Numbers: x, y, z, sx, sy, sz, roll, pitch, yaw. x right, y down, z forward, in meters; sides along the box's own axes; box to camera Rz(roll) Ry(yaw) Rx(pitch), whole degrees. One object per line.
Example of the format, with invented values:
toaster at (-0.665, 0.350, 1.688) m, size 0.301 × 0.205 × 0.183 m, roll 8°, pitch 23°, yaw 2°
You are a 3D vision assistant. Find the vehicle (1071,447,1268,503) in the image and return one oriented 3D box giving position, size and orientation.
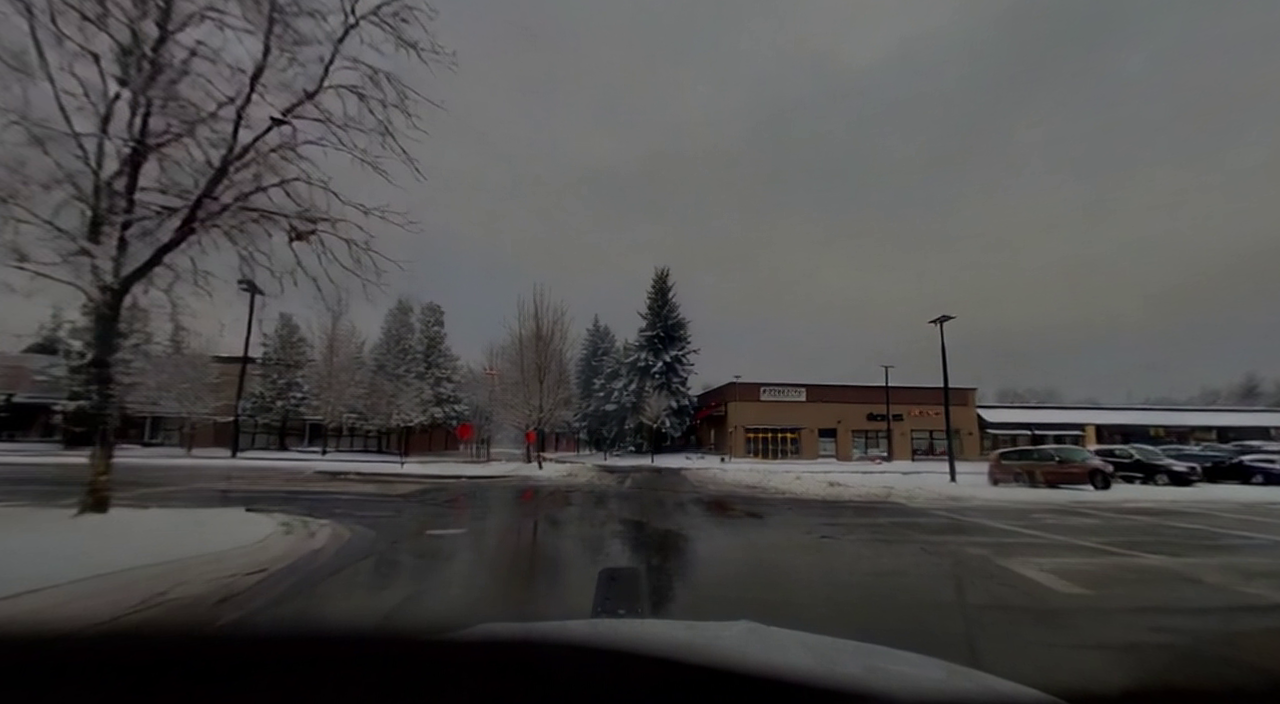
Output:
vehicle at (16.586, 3.826, 20.220) m, size 1.804 × 1.502 × 4.815 m, roll 1°, pitch -8°, yaw -7°

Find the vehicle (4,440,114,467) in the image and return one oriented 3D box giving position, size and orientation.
vehicle at (-33.469, 5.854, 36.582) m, size 4.431 × 1.449 × 1.808 m, roll 6°, pitch -10°, yaw -36°

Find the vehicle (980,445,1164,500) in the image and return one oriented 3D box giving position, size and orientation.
vehicle at (13.285, 3.698, 19.941) m, size 2.140 × 1.507 × 4.856 m, roll 1°, pitch -8°, yaw -4°
